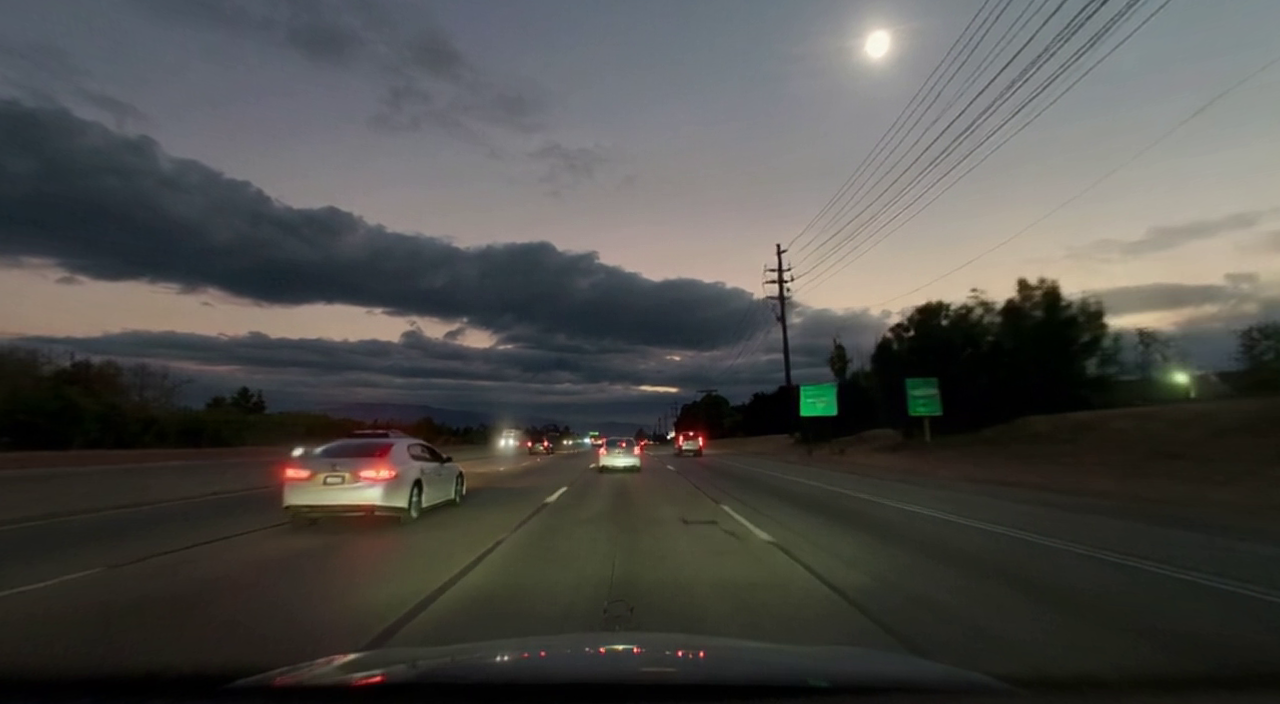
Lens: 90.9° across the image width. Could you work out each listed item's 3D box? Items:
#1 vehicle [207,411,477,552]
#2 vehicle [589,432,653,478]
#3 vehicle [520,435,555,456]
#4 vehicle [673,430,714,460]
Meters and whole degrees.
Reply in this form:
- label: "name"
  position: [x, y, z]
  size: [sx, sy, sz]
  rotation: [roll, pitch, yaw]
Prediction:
- label: "vehicle"
  position: [-4.019, 1.800, 9.585]
  size: [1.901, 1.601, 4.610]
  rotation: [0, -8, -1]
- label: "vehicle"
  position: [-0.636, 3.580, 22.231]
  size: [2.086, 1.488, 3.440]
  rotation: [0, -8, -1]
- label: "vehicle"
  position: [-7.769, 7.100, 48.097]
  size: [1.992, 1.494, 4.133]
  rotation: [0, -8, 0]
- label: "vehicle"
  position: [3.179, 5.650, 38.432]
  size: [1.950, 1.695, 4.446]
  rotation: [0, -8, -2]
